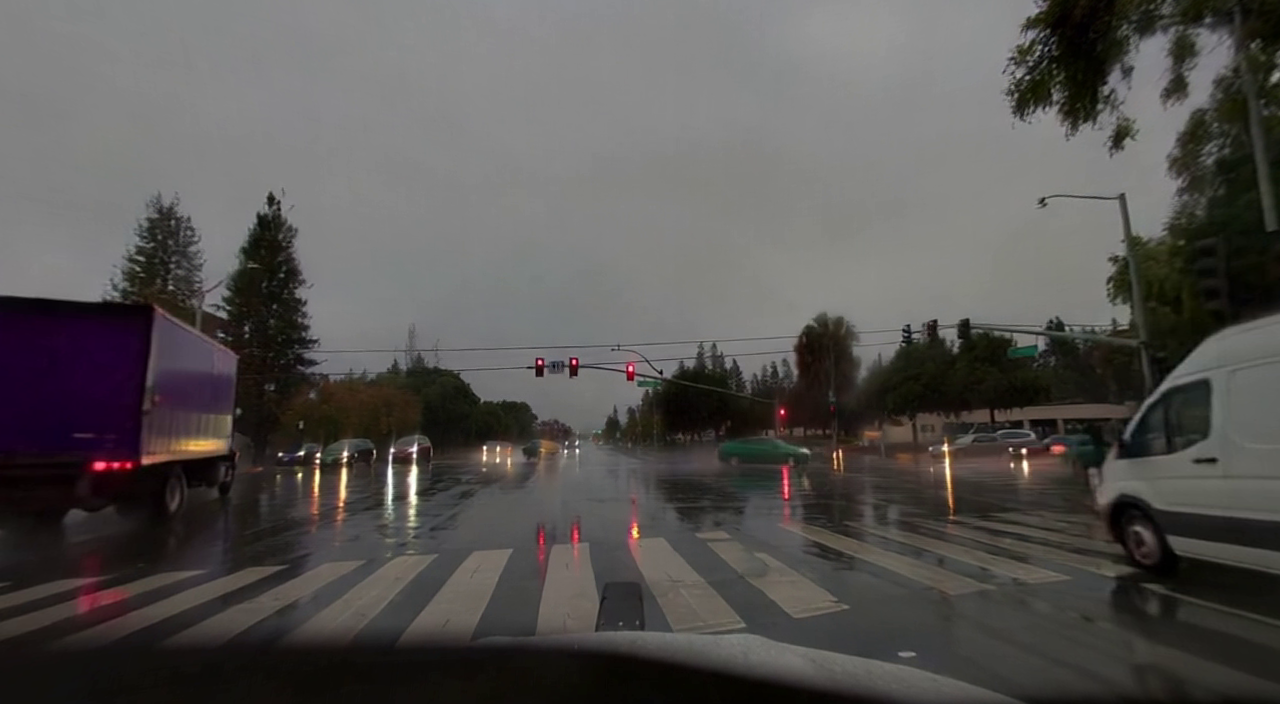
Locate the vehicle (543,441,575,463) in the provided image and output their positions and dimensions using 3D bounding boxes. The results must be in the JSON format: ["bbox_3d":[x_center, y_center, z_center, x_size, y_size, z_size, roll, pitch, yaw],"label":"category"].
[{"bbox_3d":[-5.662,7.001,44.301,2.086,1.487,4.846,1,-9,-7],"label":"vehicle"}]

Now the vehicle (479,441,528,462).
[{"bbox_3d":[-10.160,7.465,47.382,2.097,1.484,4.596,-1,-9,8],"label":"vehicle"}]

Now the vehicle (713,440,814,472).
[{"bbox_3d":[5.970,4.998,30.518,4.487,1.415,1.911,-3,-9,20],"label":"vehicle"}]

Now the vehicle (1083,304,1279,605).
[{"bbox_3d":[6.586,0.784,4.828,2.332,2.511,5.326,0,-9,-2],"label":"vehicle"}]

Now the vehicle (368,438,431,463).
[{"bbox_3d":[-17.399,7.153,45.984,2.189,1.753,4.785,-1,-9,8],"label":"vehicle"}]

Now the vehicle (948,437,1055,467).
[{"bbox_3d":[19.067,5.254,33.341,4.911,1.504,2.109,3,-9,-20],"label":"vehicle"}]

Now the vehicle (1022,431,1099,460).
[{"bbox_3d":[28.290,6.290,42.490,4.662,1.840,2.055,4,-10,-26],"label":"vehicle"}]

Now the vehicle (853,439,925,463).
[{"bbox_3d":[17.244,6.838,43.733,4.524,1.560,2.052,4,-10,-28],"label":"vehicle"}]

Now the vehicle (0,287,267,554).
[{"bbox_3d":[-8.972,1.216,10.853,3.112,3.230,6.726,3,-8,-20],"label":"vehicle"}]

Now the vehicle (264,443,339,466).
[{"bbox_3d":[-21.843,6.639,40.973,1.859,1.415,4.591,-1,-9,8],"label":"vehicle"}]

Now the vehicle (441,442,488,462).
[{"bbox_3d":[-13.199,7.592,47.843,1.845,1.426,4.289,-1,-9,8],"label":"vehicle"}]
